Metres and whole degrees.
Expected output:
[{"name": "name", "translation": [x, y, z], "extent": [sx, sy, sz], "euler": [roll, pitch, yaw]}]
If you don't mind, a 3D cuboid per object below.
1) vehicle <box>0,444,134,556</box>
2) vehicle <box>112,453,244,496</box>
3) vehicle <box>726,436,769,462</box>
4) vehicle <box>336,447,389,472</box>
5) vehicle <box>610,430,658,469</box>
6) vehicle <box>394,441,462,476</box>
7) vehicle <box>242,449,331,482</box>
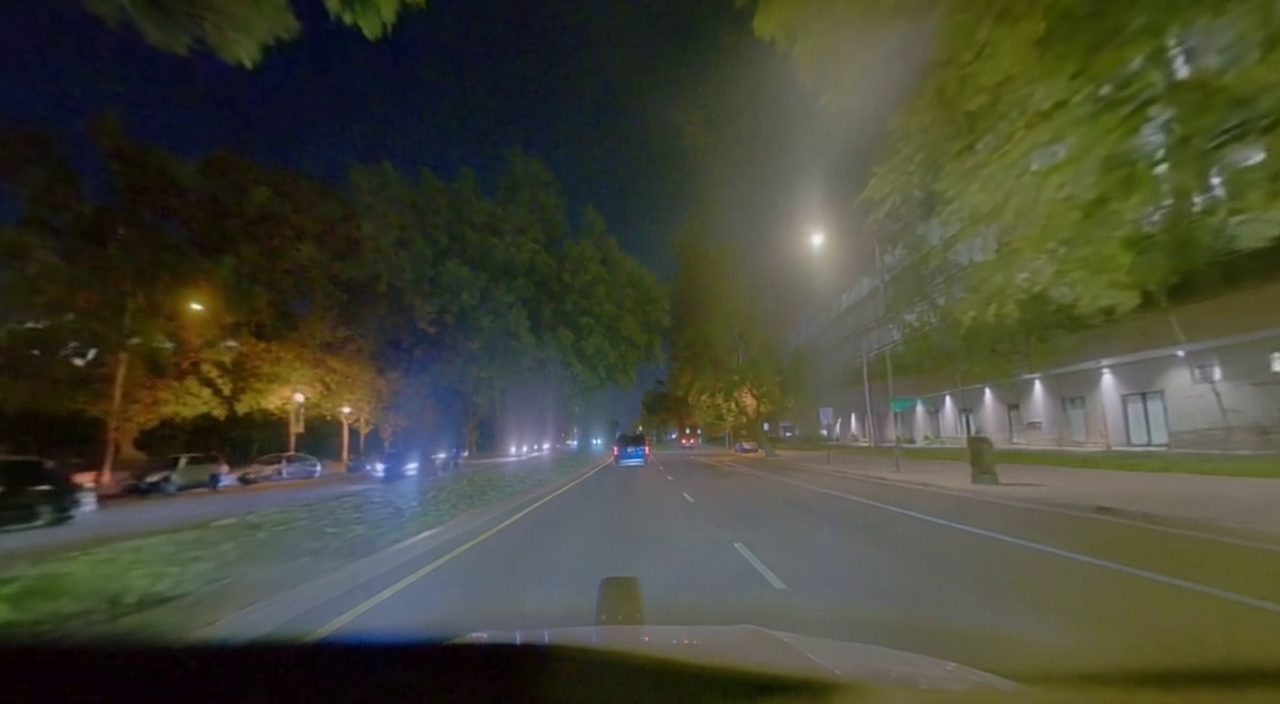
[{"name": "vehicle", "translation": [-9.281, 1.937, 8.323], "extent": [1.950, 1.438, 4.343], "euler": [1, -8, -6]}, {"name": "vehicle", "translation": [-18.102, 4.789, 25.082], "extent": [1.825, 1.453, 4.481], "euler": [0, -8, 0]}, {"name": "vehicle", "translation": [7.798, 7.110, 46.493], "extent": [2.364, 1.781, 4.854], "euler": [0, -8, 1]}, {"name": "vehicle", "translation": [-17.956, 6.934, 41.055], "extent": [1.773, 1.510, 3.608], "euler": [0, -8, -1]}, {"name": "vehicle", "translation": [-0.356, 5.302, 34.530], "extent": [2.411, 1.937, 5.186], "euler": [0, -8, -1]}, {"name": "vehicle", "translation": [-11.063, 5.551, 33.325], "extent": [1.994, 1.678, 4.605], "euler": [0, -8, -1]}, {"name": "vehicle", "translation": [-18.090, 5.804, 32.626], "extent": [1.876, 1.494, 4.662], "euler": [0, -8, 0]}]
